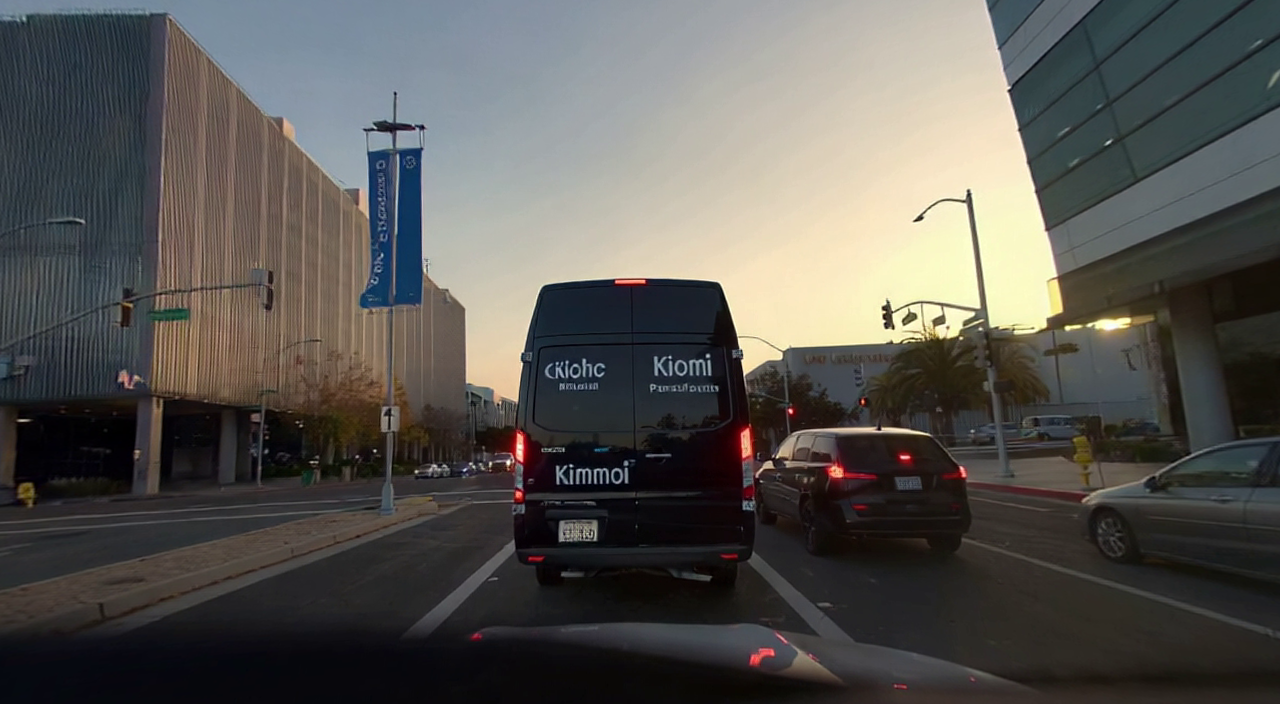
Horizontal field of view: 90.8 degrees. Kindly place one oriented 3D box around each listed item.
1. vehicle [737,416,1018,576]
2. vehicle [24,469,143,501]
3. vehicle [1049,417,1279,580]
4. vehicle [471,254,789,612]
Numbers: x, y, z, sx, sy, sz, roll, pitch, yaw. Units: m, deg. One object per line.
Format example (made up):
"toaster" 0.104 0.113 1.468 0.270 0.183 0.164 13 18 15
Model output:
"vehicle" 2.880 1.863 9.040 2.183 1.676 4.506 0 -8 -1
"vehicle" -31.095 7.435 35.401 4.806 1.652 1.869 0 -8 -2
"vehicle" 7.535 1.584 7.002 1.963 1.669 4.678 3 -9 -20
"vehicle" -0.044 1.174 9.041 2.613 3.035 7.342 0 -8 1
